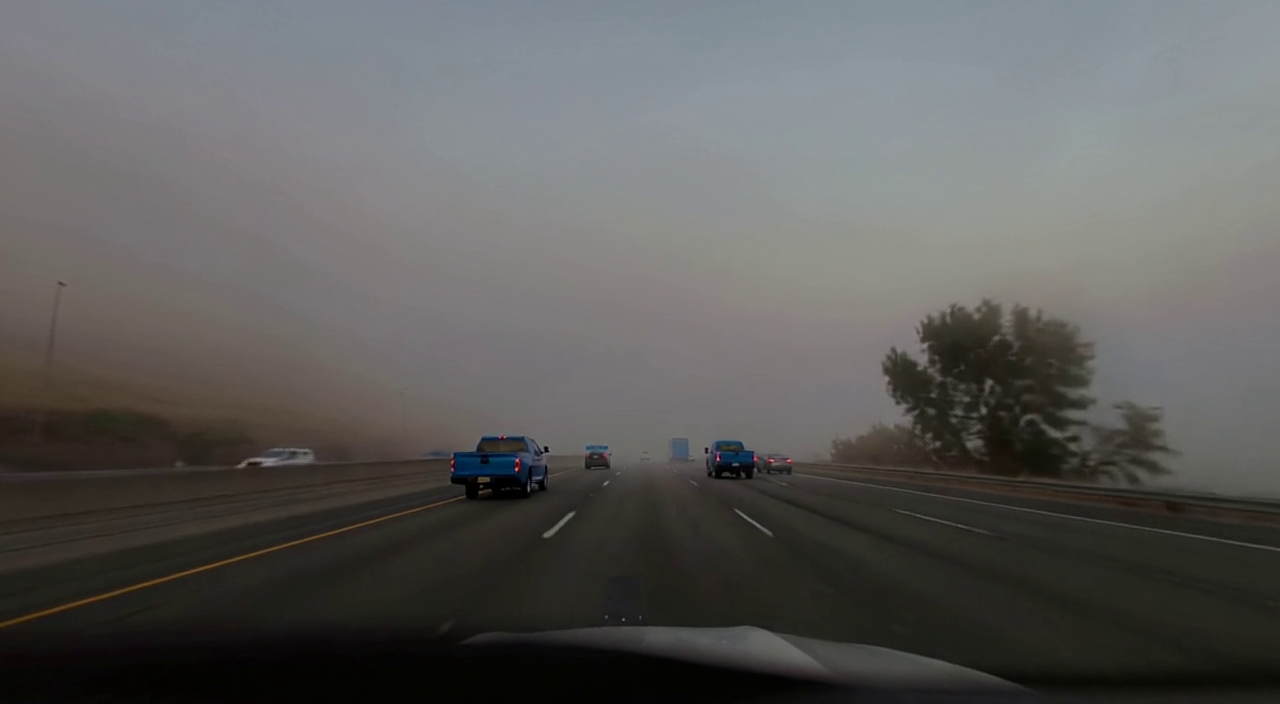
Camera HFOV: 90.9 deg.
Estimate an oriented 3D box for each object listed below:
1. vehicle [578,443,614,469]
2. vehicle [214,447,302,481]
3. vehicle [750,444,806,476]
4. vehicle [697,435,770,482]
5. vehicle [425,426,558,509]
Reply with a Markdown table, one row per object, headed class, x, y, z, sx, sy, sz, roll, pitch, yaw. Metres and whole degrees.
| class | x | y | z | sx | sy | sz | roll | pitch | yaw |
| --- | --- | --- | --- | --- | --- | --- | --- | --- | --- |
| vehicle | -3.192 | 7.646 | 46.516 | 2.235 | 1.785 | 4.386 | -1 | -8 | 1 |
| vehicle | -20.374 | 5.953 | 33.869 | 1.884 | 1.693 | 4.476 | 0 | -8 | 0 |
| vehicle | 7.912 | 6.229 | 36.656 | 2.104 | 1.724 | 4.701 | 0 | -8 | -1 |
| vehicle | 4.213 | 4.940 | 29.543 | 2.424 | 1.952 | 5.611 | 0 | -8 | -1 |
| vehicle | -3.710 | 2.992 | 16.942 | 2.227 | 1.853 | 5.161 | -1 | -8 | 1 |
